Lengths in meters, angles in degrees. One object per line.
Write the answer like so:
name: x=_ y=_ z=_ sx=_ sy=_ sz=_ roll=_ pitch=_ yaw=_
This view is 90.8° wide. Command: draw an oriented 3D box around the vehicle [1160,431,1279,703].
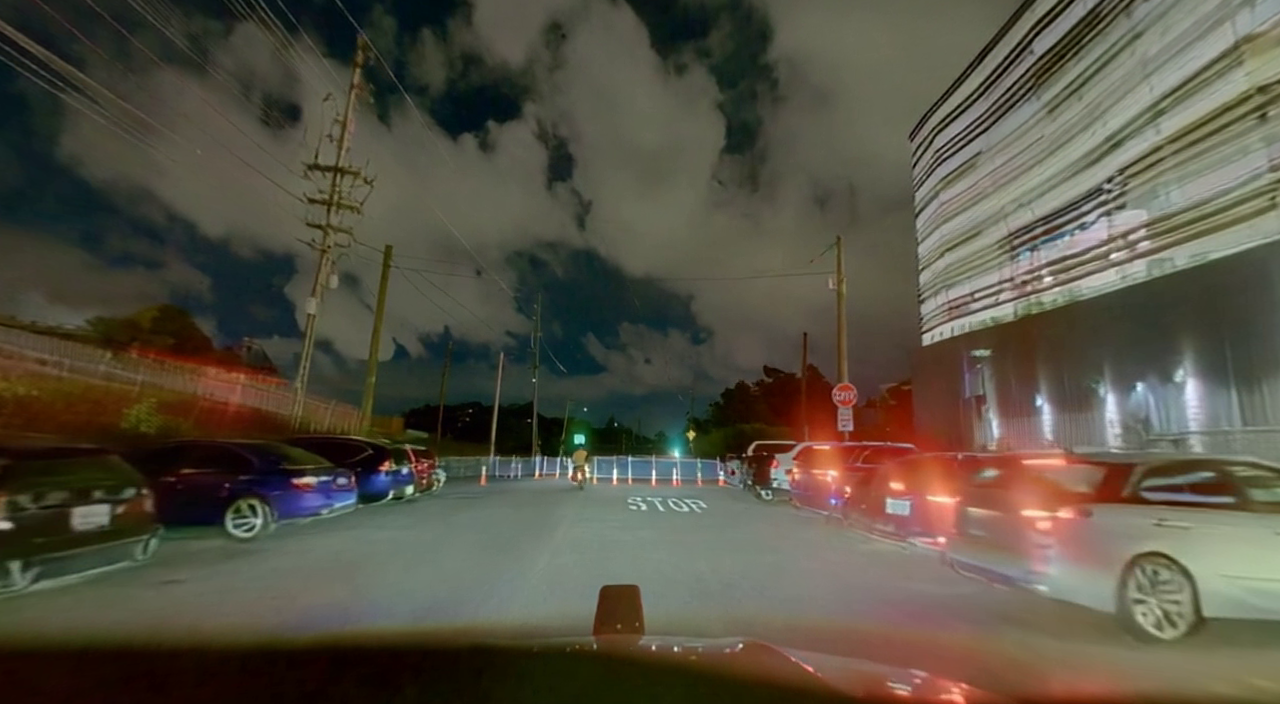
vehicle: x=5.166 y=1.018 z=2.459 sx=4.553 sy=1.427 sz=1.939 roll=0 pitch=-9 yaw=-1

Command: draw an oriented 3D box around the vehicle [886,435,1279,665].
vehicle: x=4.591 y=1.430 z=5.144 sx=4.318 sy=1.459 sz=1.971 roll=0 pitch=-9 yaw=0

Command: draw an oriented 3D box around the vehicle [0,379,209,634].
vehicle: x=-6.555 y=1.080 z=5.090 sx=4.515 sy=1.689 sz=1.942 roll=4 pitch=-12 yaw=-2

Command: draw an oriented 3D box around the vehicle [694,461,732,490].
vehicle: x=5.075 y=8.657 z=44.527 sx=2.007 sy=1.804 sz=4.136 roll=0 pitch=-8 yaw=-2
